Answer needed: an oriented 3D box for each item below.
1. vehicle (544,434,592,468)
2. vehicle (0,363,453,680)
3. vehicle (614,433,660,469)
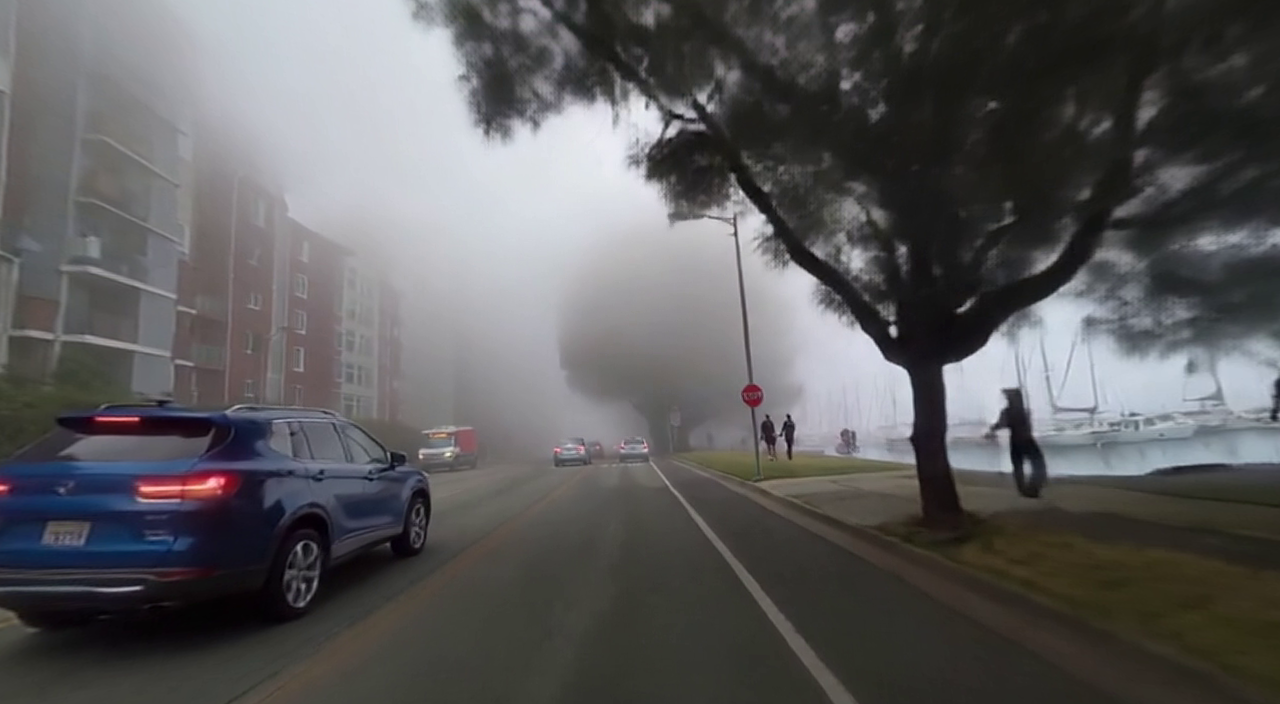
[{"bbox_3d":[-3.760,5.301,33.844,2.056,1.680,4.205,0,-9,0],"label":"vehicle"},{"bbox_3d":[-3.565,1.321,6.060,2.082,1.817,4.724,0,-9,0],"label":"vehicle"},{"bbox_3d":[-0.154,4.768,30.452,2.057,1.624,3.726,0,-9,0],"label":"vehicle"}]
